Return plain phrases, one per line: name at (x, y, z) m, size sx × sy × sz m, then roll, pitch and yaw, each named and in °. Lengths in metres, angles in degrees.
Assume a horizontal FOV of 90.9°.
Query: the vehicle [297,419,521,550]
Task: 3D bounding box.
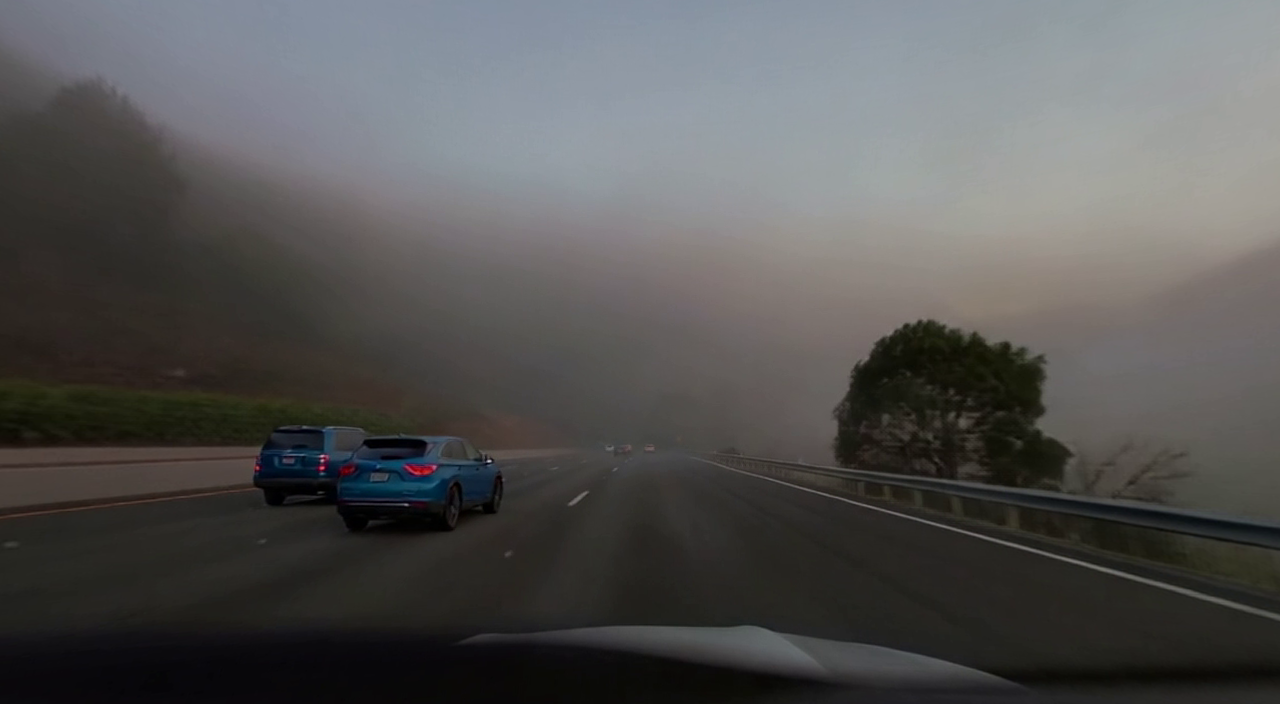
vehicle at (-3.377, 2.033, 10.311) m, size 1.983 × 1.663 × 4.290 m, roll 0°, pitch -9°, yaw 1°
